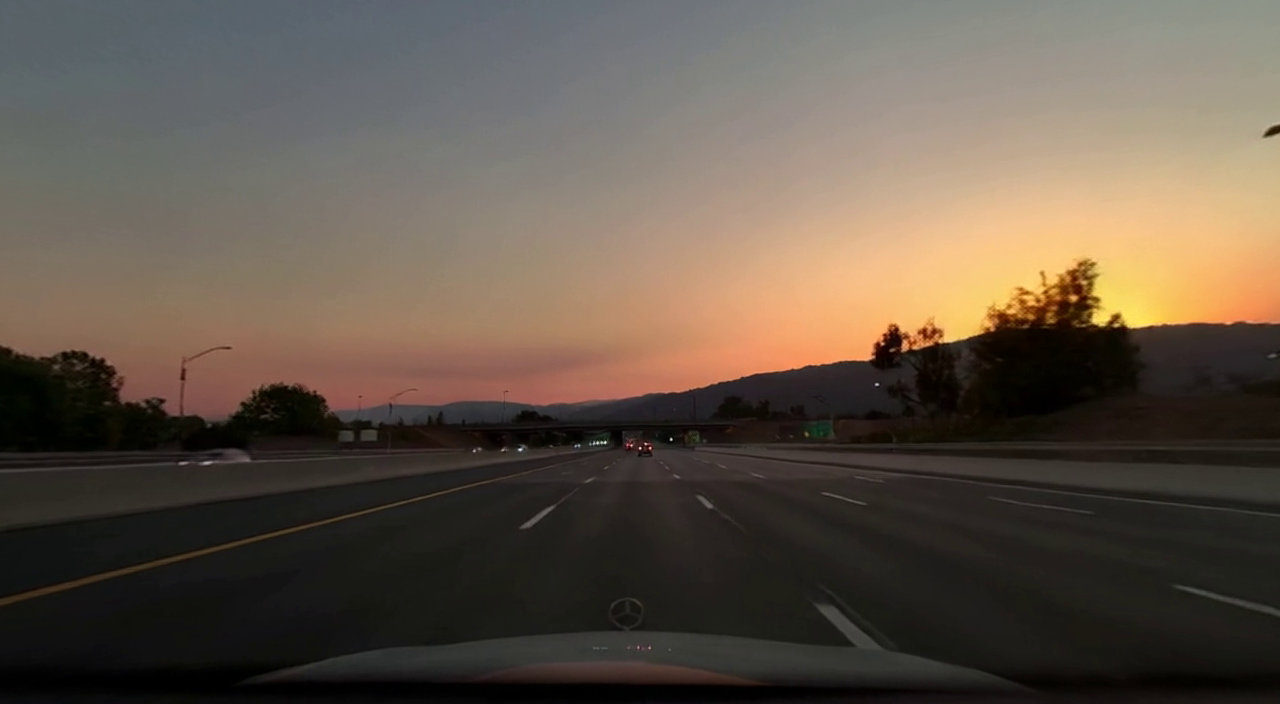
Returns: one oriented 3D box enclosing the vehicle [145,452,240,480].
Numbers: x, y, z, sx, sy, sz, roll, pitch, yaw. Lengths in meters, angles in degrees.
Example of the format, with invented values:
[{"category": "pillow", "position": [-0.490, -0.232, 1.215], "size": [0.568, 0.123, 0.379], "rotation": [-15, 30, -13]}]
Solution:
[{"category": "vehicle", "position": [-26.971, 6.860, 38.262], "size": [2.011, 1.531, 4.982], "rotation": [0, -8, 1]}]
